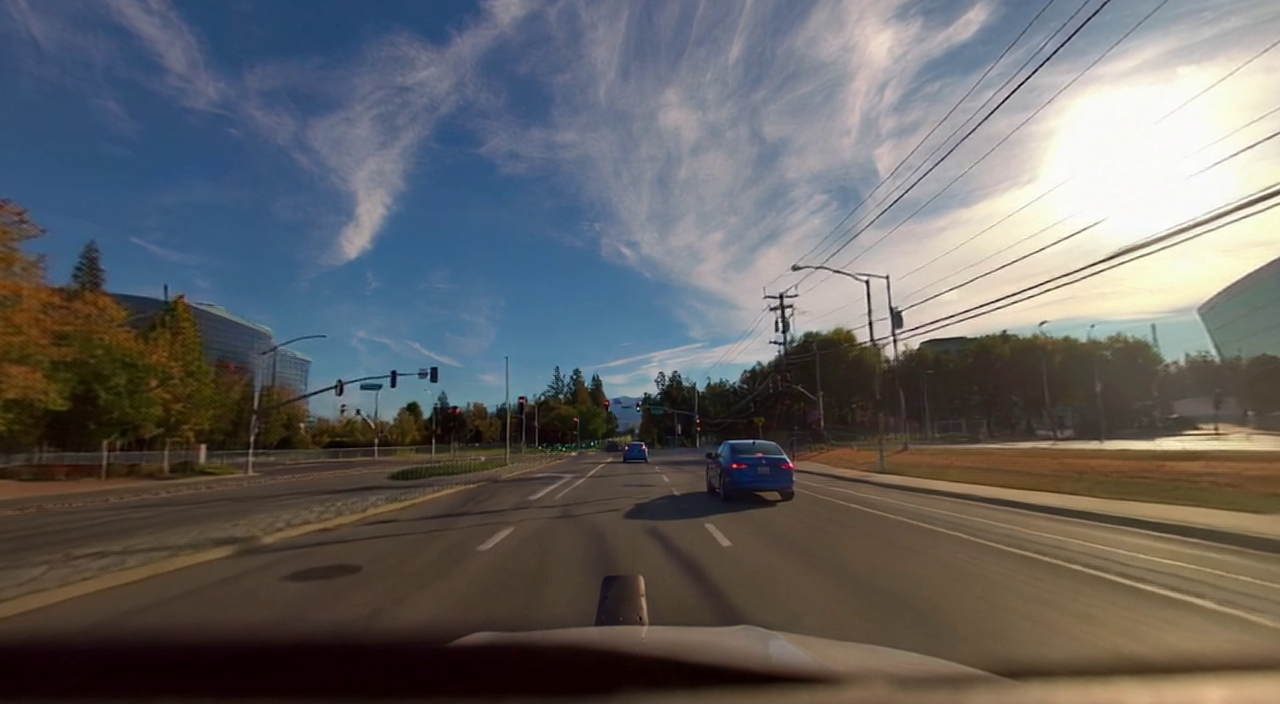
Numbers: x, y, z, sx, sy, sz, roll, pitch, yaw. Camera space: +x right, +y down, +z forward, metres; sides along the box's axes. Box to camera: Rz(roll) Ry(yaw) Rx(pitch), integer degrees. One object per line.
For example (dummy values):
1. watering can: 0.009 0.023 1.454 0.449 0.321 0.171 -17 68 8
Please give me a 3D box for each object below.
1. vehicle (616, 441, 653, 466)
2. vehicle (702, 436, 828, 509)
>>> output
1. vehicle: -0.349 6.210 38.763 2.110 1.466 3.860 0 -8 -1
2. vehicle: 2.761 2.776 15.062 2.004 1.448 4.263 0 -8 -2
